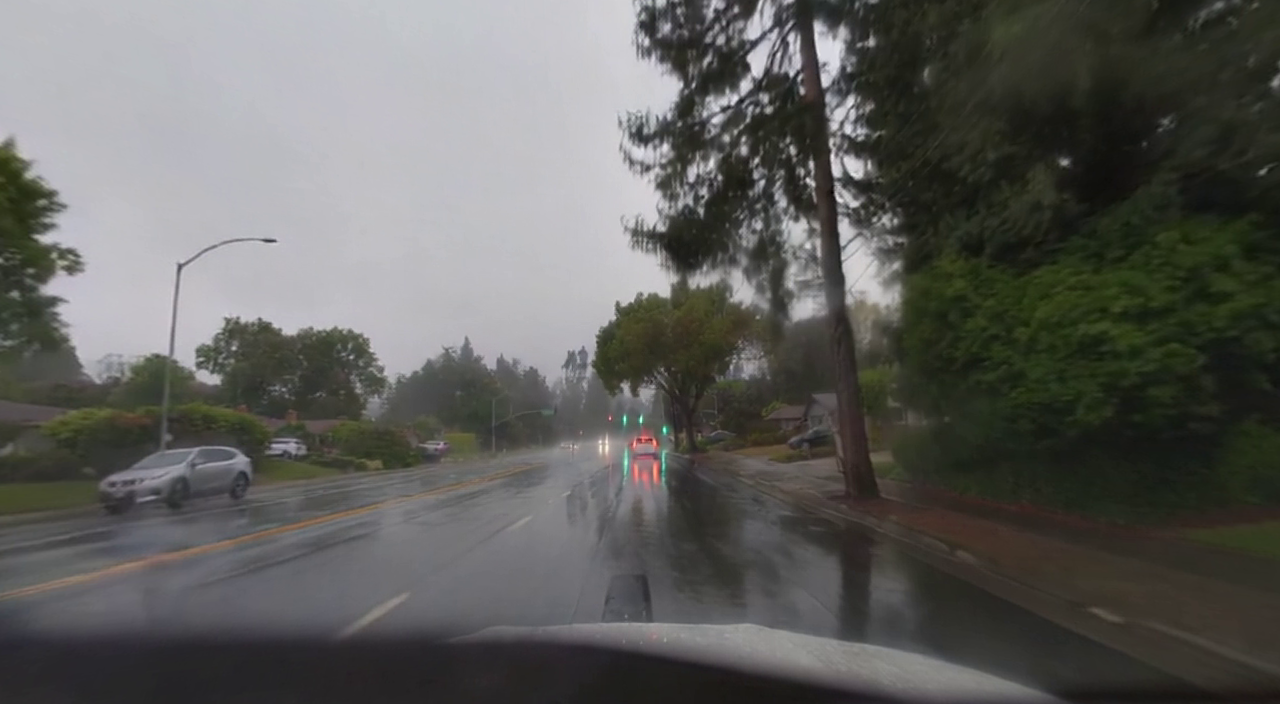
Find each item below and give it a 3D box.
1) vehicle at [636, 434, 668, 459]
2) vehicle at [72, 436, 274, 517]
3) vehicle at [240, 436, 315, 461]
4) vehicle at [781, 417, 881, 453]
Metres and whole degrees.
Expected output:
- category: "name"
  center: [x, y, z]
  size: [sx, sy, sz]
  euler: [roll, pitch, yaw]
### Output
- category: "vehicle"
  center: [0.838, 6.473, 43.223]
  size: [2.088, 1.607, 3.903]
  euler: [0, -8, 2]
- category: "vehicle"
  center: [-14.090, 3.698, 19.600]
  size: [2.337, 1.850, 5.448]
  euler: [-4, -6, -2]
- category: "vehicle"
  center: [-28.209, 7.469, 49.070]
  size: [5.100, 1.864, 2.490]
  euler: [-4, -9, 25]
- category: "vehicle"
  center: [10.450, 4.597, 34.754]
  size: [4.746, 1.485, 1.916]
  euler: [-5, -8, 0]
